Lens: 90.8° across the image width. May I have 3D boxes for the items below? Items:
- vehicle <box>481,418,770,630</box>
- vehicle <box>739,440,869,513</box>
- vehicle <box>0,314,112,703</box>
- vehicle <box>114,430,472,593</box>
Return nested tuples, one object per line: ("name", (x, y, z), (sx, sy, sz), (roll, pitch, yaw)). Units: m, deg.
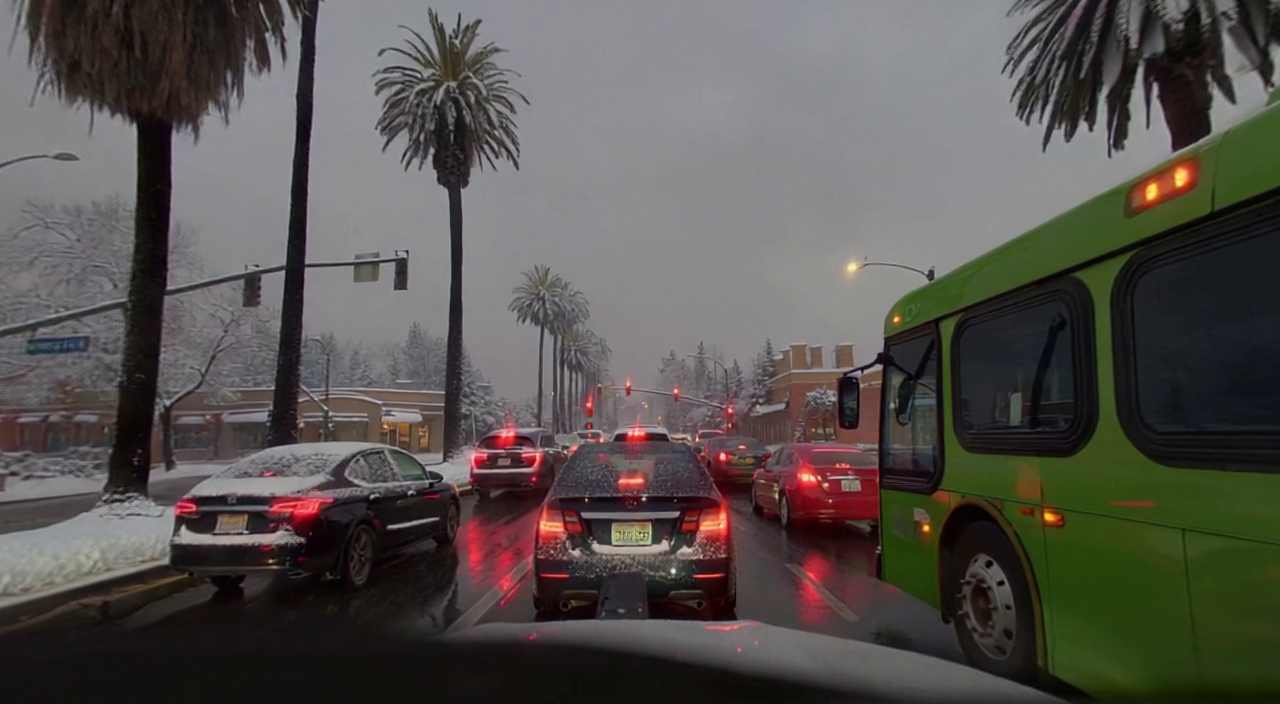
("vehicle", (-0.113, 1.521, 6.503), (2.060, 1.499, 3.831), (0, -9, 0))
("vehicle", (3.704, 2.879, 15.168), (1.989, 1.467, 4.364), (0, -9, 1))
("vehicle", (-3.569, 0.468, 0.338), (2.145, 1.824, 4.974), (0, -9, 2))
("vehicle", (-3.628, 1.721, 7.705), (1.919, 1.415, 4.178), (0, -9, 1))
